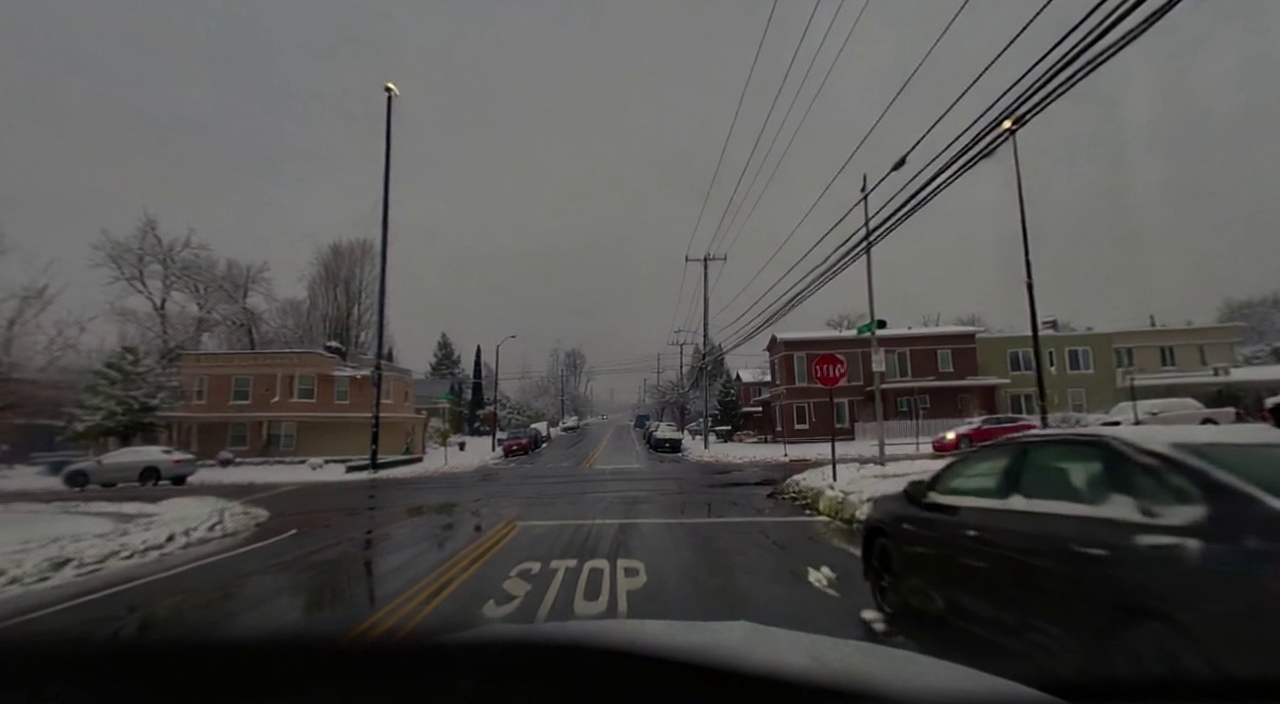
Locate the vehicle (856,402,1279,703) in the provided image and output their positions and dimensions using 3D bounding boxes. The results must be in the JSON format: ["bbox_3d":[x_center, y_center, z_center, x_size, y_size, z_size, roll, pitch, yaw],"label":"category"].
[{"bbox_3d":[3.048,1.064,3.150,2.038,1.473,4.842,0,-8,-3],"label":"vehicle"}]

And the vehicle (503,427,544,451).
[{"bbox_3d":[-8.117,6.152,44.389,2.065,1.553,4.636,0,-8,0],"label":"vehicle"}]

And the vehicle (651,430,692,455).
[{"bbox_3d":[1.929,5.783,40.175,2.120,1.487,4.360,0,-8,-4],"label":"vehicle"}]

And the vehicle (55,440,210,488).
[{"bbox_3d":[-19.612,4.323,24.626,4.181,1.742,1.945,1,-9,-10],"label":"vehicle"}]

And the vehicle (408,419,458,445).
[{"bbox_3d":[-14.129,5.564,43.402,1.992,1.678,4.658,0,-8,-2],"label":"vehicle"}]
